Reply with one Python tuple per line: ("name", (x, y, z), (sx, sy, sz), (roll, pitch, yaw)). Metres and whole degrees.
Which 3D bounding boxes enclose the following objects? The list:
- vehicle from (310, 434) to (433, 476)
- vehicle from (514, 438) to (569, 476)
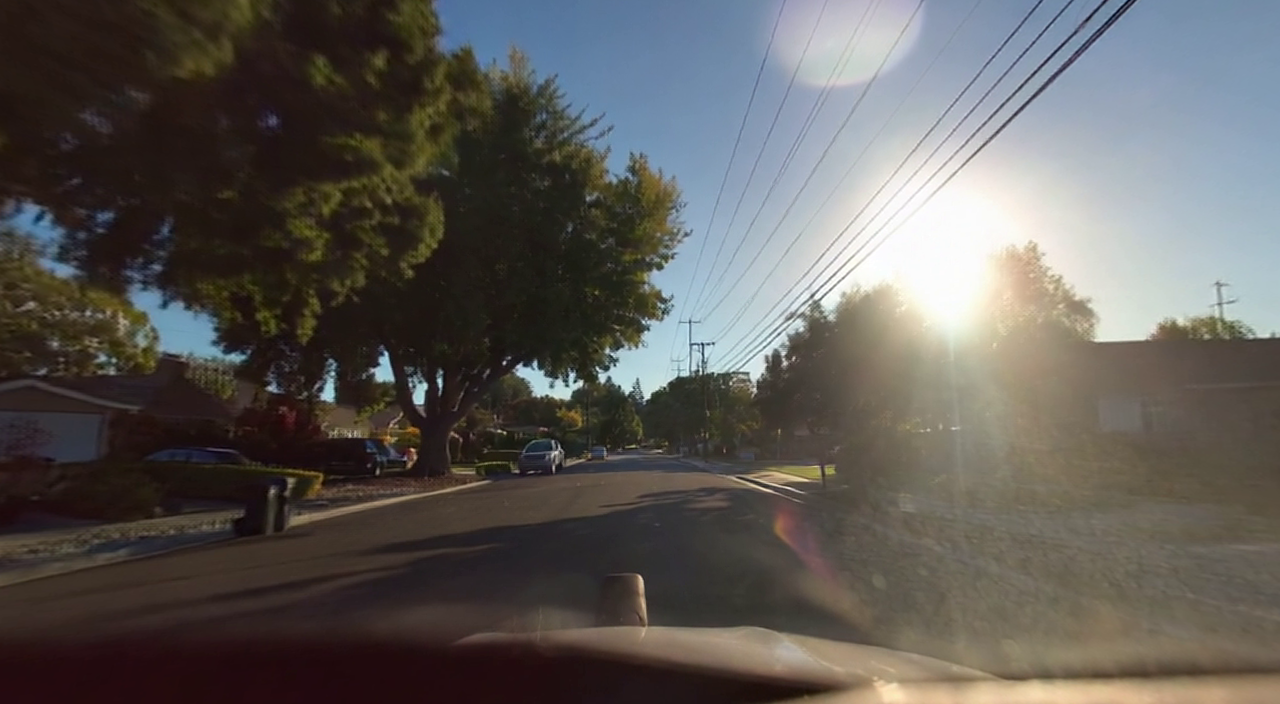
("vehicle", (-13.072, 5.039, 30.988), (5.033, 1.997, 2.126), (0, -9, 0))
("vehicle", (-6.258, 6.801, 40.875), (2.739, 2.164, 6.065), (-1, -9, -1))
